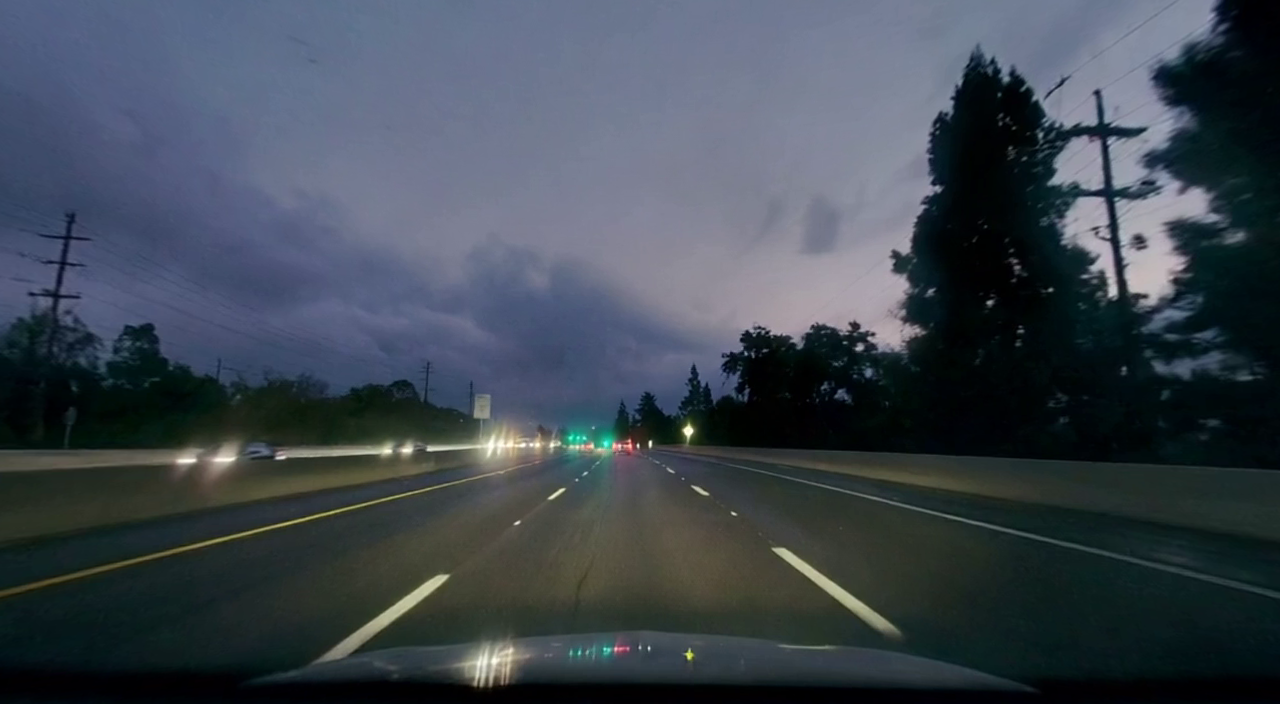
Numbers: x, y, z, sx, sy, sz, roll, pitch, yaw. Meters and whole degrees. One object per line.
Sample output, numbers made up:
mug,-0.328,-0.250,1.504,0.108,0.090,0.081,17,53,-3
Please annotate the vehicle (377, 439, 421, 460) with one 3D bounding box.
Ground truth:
vehicle,-18.878,7.664,49.683,1.924,1.616,4.019,0,-8,-2

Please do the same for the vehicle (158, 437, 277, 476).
vehicle,-17.796,4.420,26.925,1.895,1.490,4.684,0,-8,-1
